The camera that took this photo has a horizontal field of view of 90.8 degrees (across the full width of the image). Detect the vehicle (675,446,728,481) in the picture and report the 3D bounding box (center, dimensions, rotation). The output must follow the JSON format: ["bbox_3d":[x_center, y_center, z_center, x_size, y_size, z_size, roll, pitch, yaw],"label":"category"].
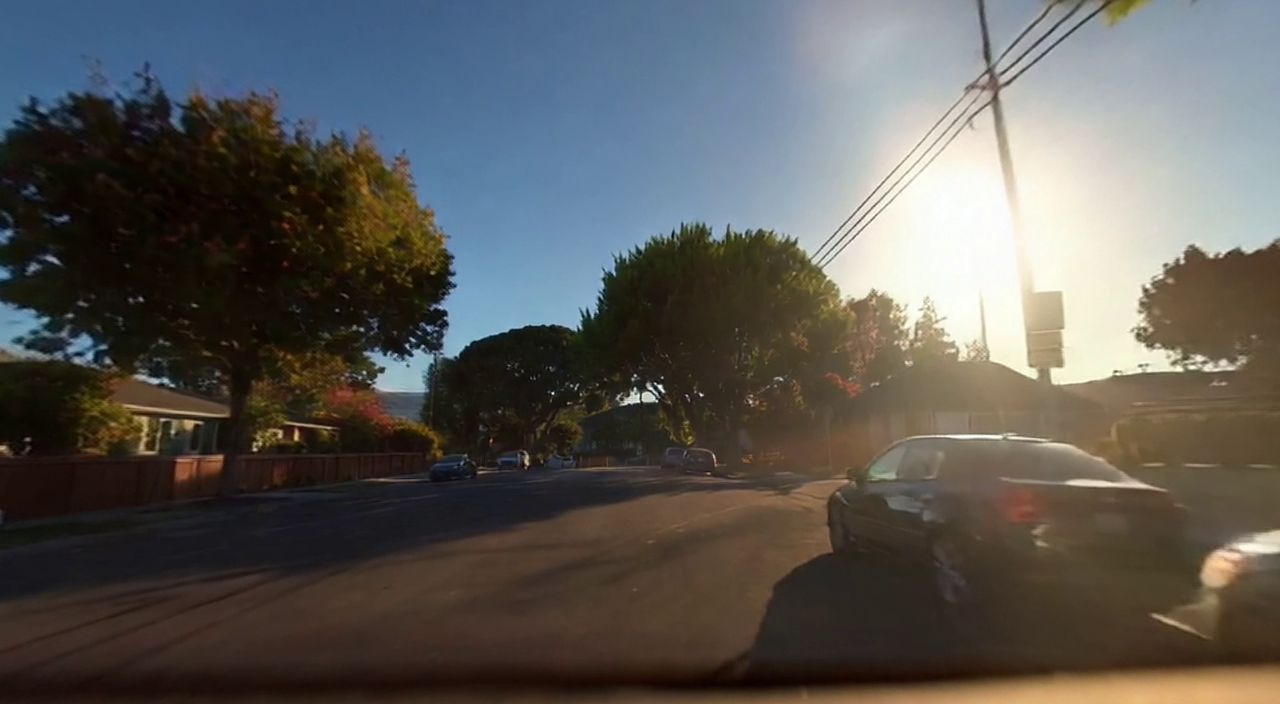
[{"bbox_3d":[2.899,5.343,30.533,1.927,1.529,4.144,0,-9,-3],"label":"vehicle"}]

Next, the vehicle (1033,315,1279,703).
[{"bbox_3d":[3.145,0.602,1.089,1.928,1.751,4.537,0,-9,-1],"label":"vehicle"}]

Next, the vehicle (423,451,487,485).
[{"bbox_3d":[-8.841,5.548,30.562,1.937,1.427,4.510,0,-9,-3],"label":"vehicle"}]

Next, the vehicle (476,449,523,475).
[{"bbox_3d":[-9.189,7.223,41.783,2.027,1.584,4.476,0,-9,1],"label":"vehicle"}]
